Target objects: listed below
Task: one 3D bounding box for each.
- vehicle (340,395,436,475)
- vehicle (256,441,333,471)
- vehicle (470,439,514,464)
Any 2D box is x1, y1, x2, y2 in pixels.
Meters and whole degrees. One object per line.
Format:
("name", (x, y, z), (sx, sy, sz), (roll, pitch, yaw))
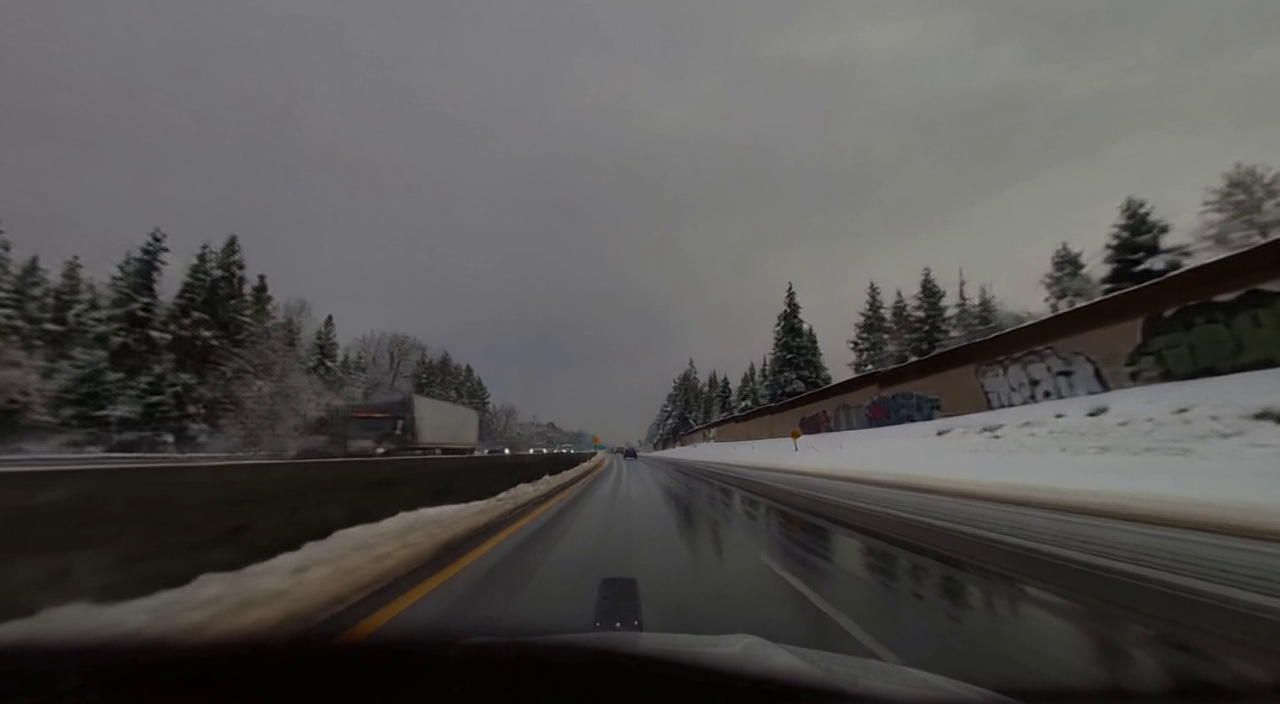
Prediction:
("vehicle", (-14.065, 4.763, 35.571), (2.852, 4.117, 6.059), (0, -9, -1))
("vehicle", (-19.288, 5.813, 35.210), (1.899, 1.577, 4.432), (0, -9, -2))
("vehicle", (-9.975, 6.730, 42.510), (1.978, 1.542, 4.321), (0, -9, 0))
